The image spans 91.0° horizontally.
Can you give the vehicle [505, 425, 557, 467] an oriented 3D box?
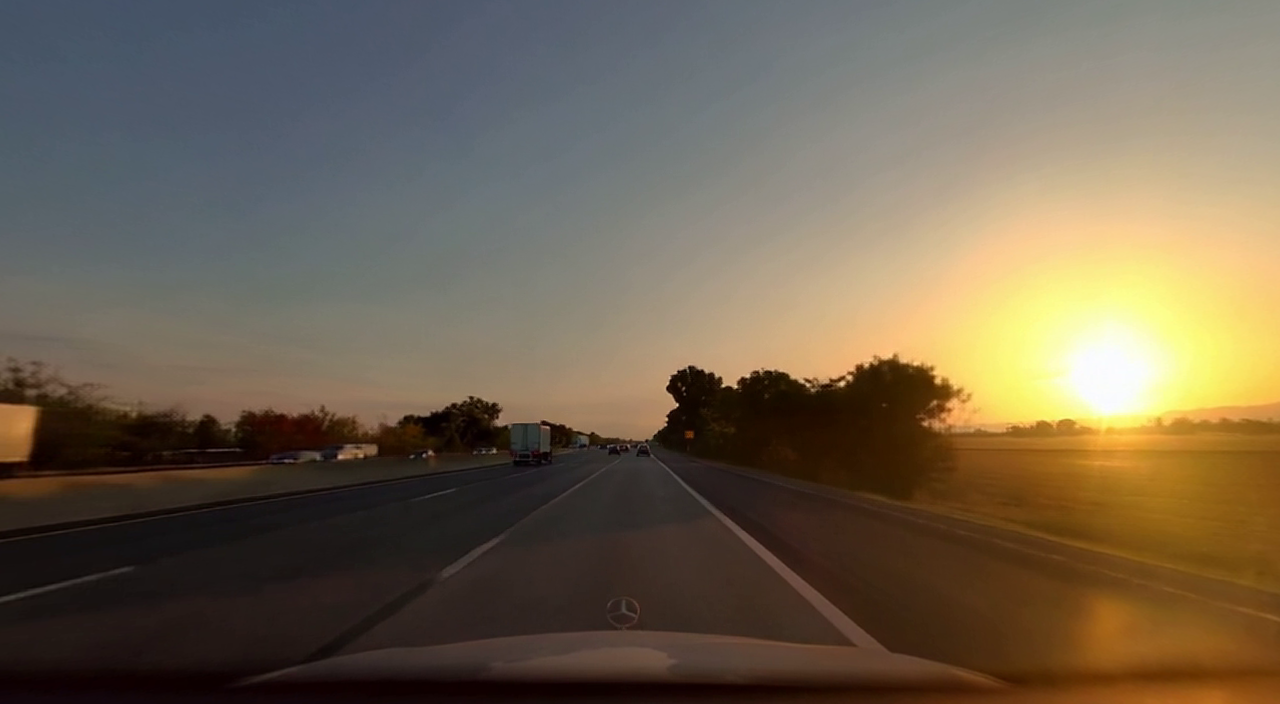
[{"bbox_3d":[-7.470,6.542,43.784,2.444,2.685,5.893,0,-9,1],"label":"vehicle"}]
